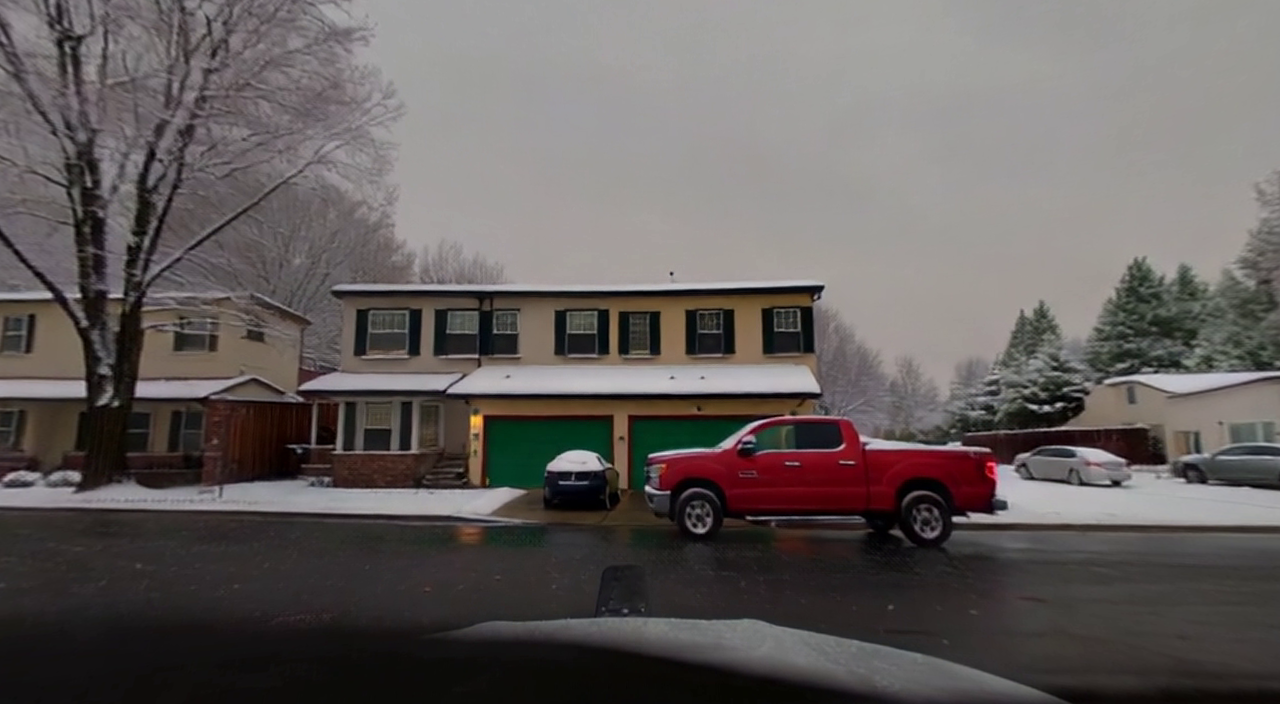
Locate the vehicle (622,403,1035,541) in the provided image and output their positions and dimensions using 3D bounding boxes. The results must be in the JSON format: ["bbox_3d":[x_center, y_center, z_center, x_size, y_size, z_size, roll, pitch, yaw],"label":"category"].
[{"bbox_3d":[2.670,1.841,10.040,5.600,1.835,2.161,-1,-8,9],"label":"vehicle"}]

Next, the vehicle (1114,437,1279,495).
[{"bbox_3d":[18.946,3.742,21.011,4.383,1.784,2.211,-2,-8,9],"label":"vehicle"}]

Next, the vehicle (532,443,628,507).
[{"bbox_3d":[-1.696,3.623,19.056,1.869,1.460,3.826,-5,-6,10],"label":"vehicle"}]

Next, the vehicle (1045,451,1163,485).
[{"bbox_3d":[21.027,5.252,28.730,3.897,1.416,1.703,-2,-8,10],"label":"vehicle"}]
